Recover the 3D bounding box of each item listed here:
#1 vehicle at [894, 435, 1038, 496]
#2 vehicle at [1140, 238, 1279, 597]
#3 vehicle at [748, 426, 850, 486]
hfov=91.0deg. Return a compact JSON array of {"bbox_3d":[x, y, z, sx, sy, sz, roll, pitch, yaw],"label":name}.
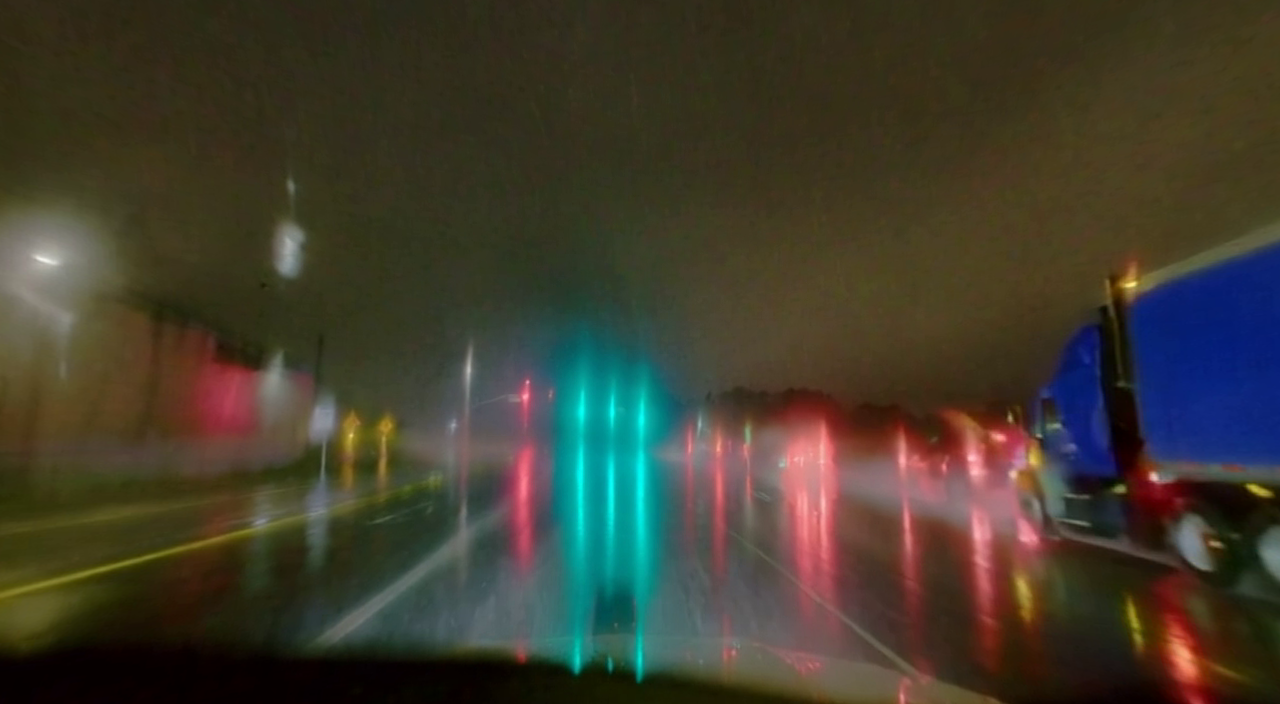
[{"bbox_3d":[9.332,3.237,18.435,1.919,1.545,3.885,0,-7,-4],"label":"vehicle"},{"bbox_3d":[6.469,0.150,2.520,2.625,2.975,8.237,-1,-8,4],"label":"vehicle"},{"bbox_3d":[5.017,3.330,20.467,1.917,1.748,4.003,0,-8,-5],"label":"vehicle"}]
